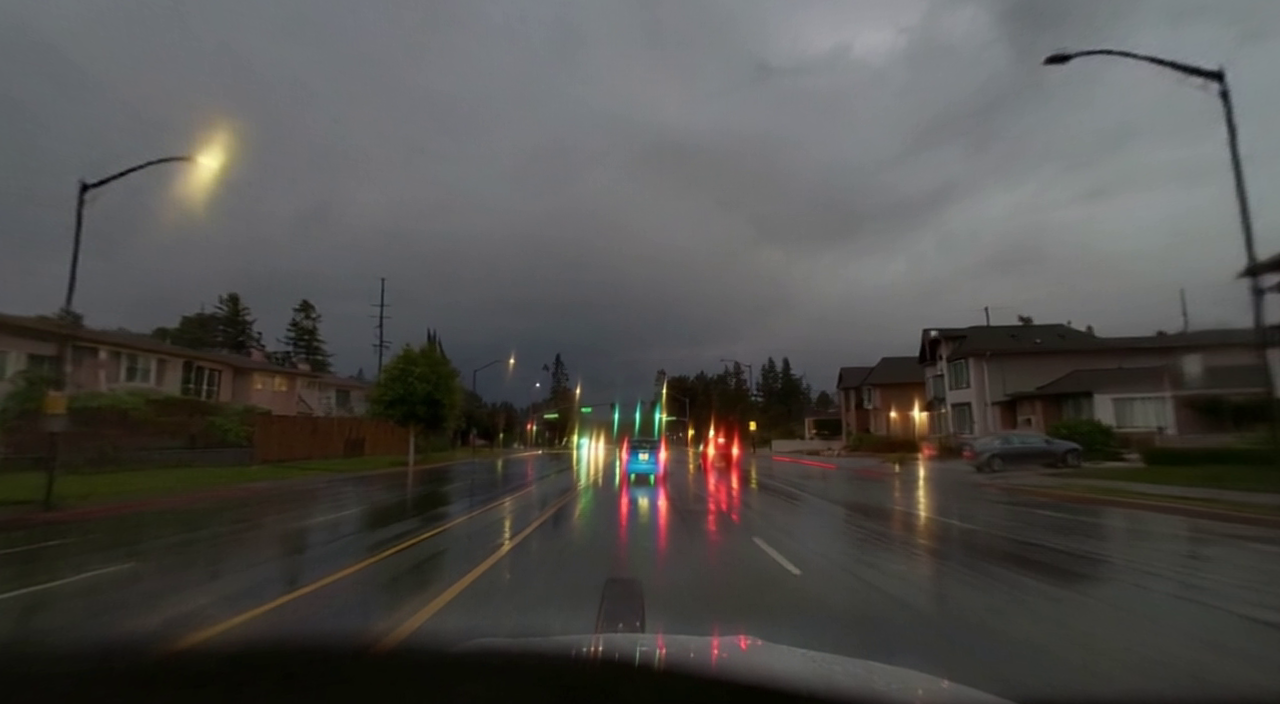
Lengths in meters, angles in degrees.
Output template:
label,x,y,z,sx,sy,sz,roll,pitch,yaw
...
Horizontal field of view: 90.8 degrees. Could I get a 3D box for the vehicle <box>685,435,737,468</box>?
label,x,y,z,sx,sy,sz,roll,pitch,yaw
vehicle,3.547,5.115,32.565,2.161,1.519,4.568,0,-9,0

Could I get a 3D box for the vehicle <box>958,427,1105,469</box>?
label,x,y,z,sx,sy,sz,roll,pitch,yaw
vehicle,15.213,3.744,24.705,4.456,1.520,1.911,0,-9,-2

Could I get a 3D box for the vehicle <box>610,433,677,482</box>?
label,x,y,z,sx,sy,sz,roll,pitch,yaw
vehicle,0.087,3.601,21.693,2.093,1.497,4.010,0,-9,-1
